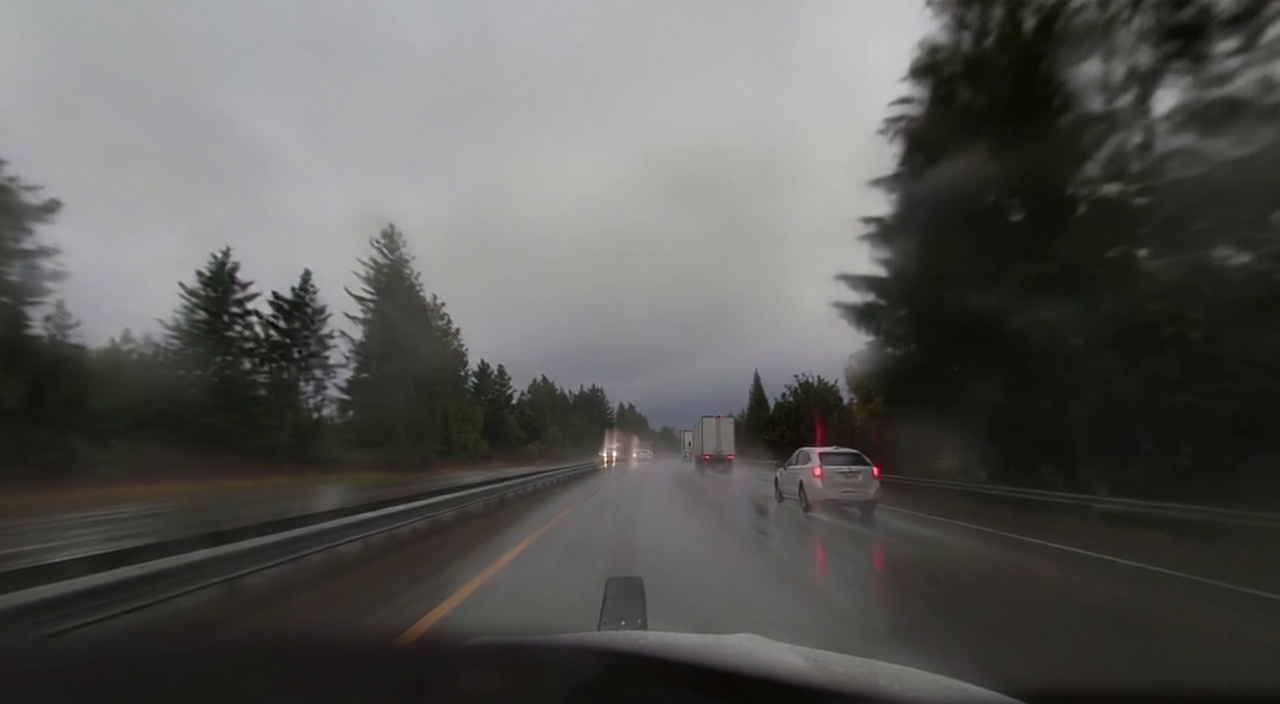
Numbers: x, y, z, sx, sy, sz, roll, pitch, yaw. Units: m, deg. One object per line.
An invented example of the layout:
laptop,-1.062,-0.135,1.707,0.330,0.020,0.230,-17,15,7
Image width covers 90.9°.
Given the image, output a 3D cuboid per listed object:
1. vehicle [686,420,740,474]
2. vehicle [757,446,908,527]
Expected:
vehicle,5.238,7.157,47.325,2.866,3.558,11.674,0,-9,1
vehicle,3.889,2.766,13.511,1.893,1.442,4.039,0,-9,-1
